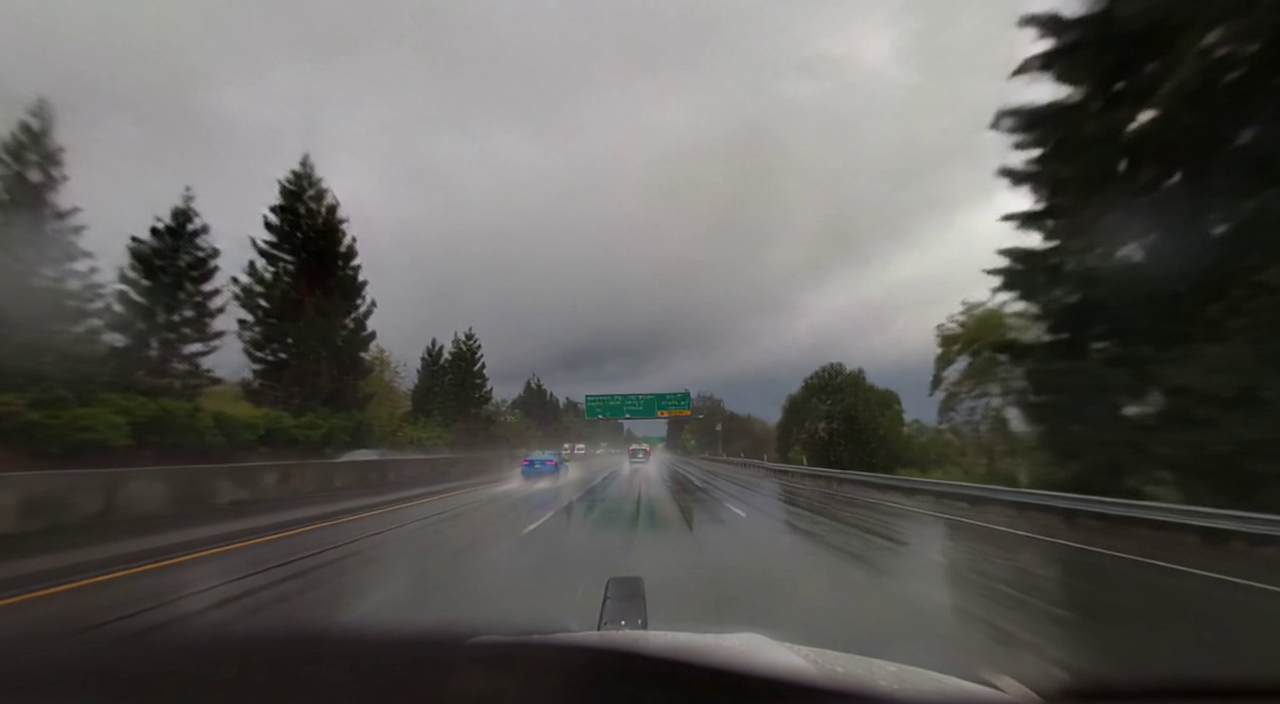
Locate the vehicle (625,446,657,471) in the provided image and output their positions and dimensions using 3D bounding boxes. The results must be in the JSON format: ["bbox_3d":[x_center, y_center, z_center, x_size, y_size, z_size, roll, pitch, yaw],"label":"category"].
[{"bbox_3d":[0.069,7.123,42.213,2.011,1.590,3.607,0,-9,0],"label":"vehicle"}]

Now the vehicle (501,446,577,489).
[{"bbox_3d":[-3.753,4.383,24.303,2.157,1.483,4.601,0,-9,1],"label":"vehicle"}]

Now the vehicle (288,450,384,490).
[{"bbox_3d":[-12.750,4.939,26.768,1.827,1.493,4.634,0,-9,-1],"label":"vehicle"}]
